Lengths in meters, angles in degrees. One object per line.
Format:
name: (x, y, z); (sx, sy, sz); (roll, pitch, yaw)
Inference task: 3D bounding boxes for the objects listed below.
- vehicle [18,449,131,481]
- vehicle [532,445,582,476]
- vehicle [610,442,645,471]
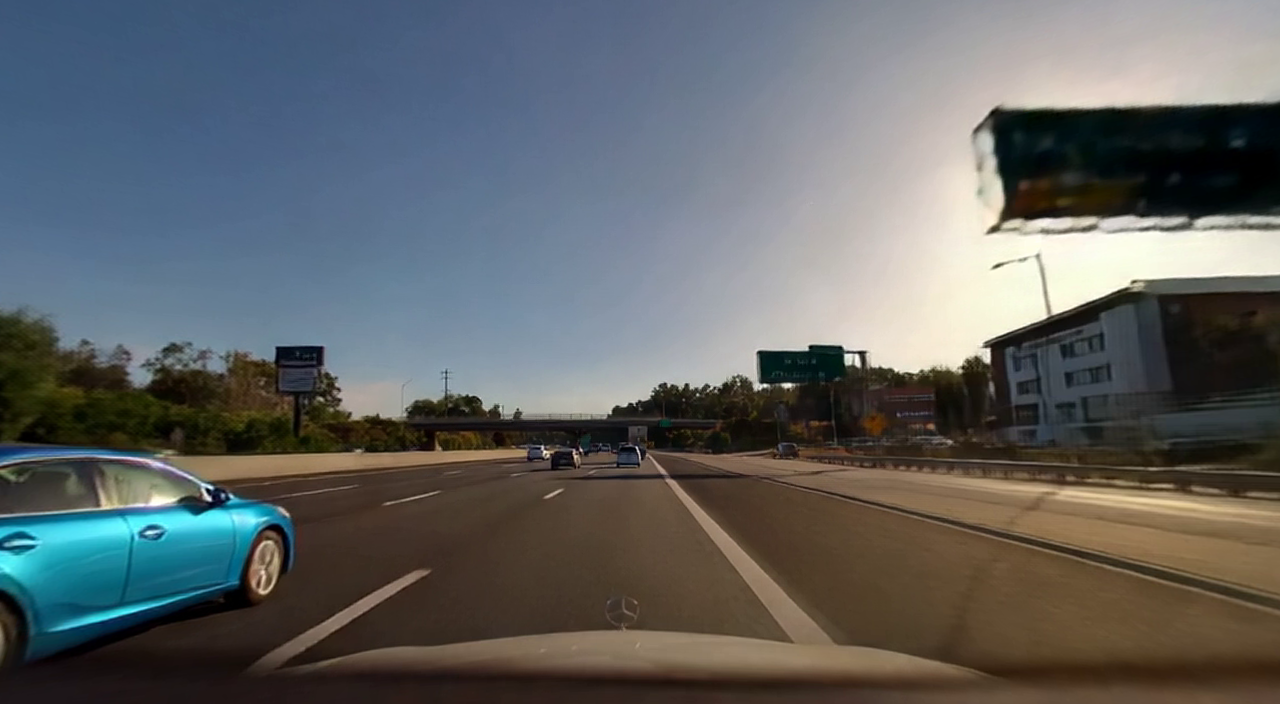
vehicle: (-29.844, 5.949, 33.453); (1.881, 1.532, 4.469); (0, -9, -1)
vehicle: (-4.498, 5.964, 34.926); (2.071, 1.553, 4.388); (0, -9, 1)
vehicle: (-0.763, 6.661, 40.308); (2.102, 1.692, 4.057); (0, -9, 1)
